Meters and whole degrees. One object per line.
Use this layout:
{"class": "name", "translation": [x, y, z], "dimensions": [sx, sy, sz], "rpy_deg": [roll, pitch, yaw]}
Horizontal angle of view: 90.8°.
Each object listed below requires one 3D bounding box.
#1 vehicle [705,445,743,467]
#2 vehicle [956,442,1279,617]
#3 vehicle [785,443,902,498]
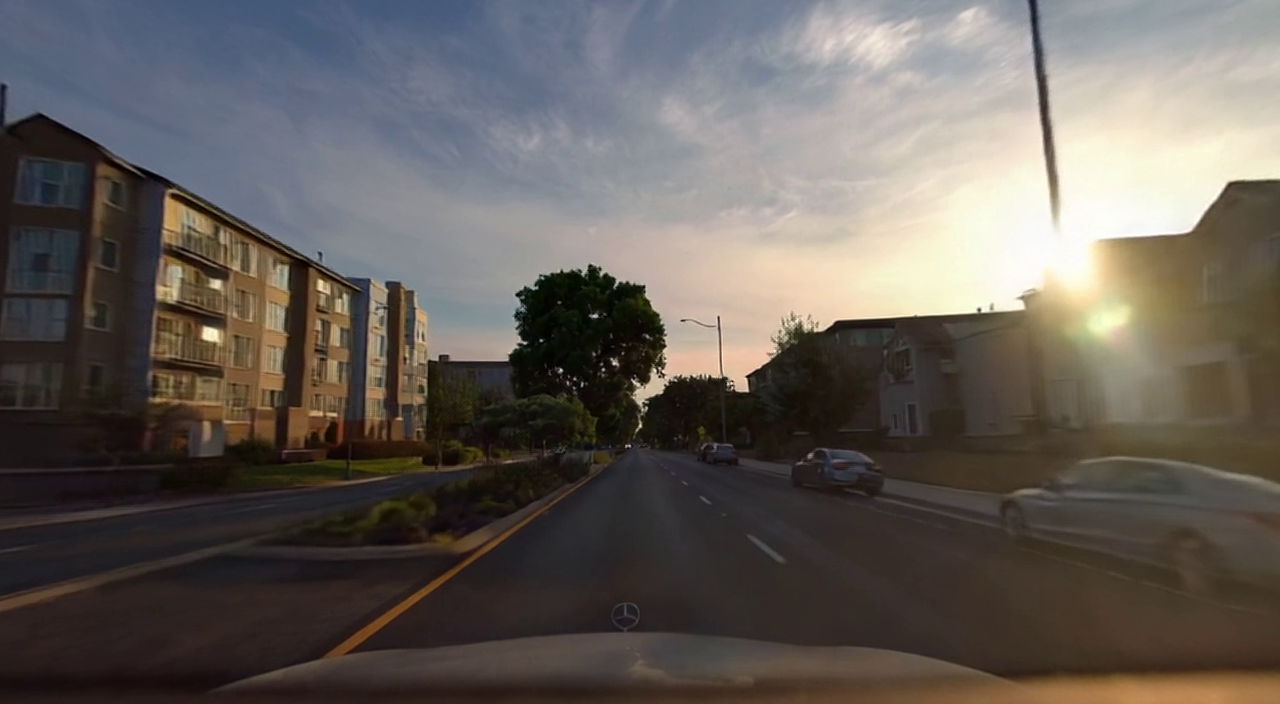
{"class": "vehicle", "translation": [6.168, 7.687, 47.018], "dimensions": [1.948, 1.526, 4.518], "rpy_deg": [0, -9, -4]}
{"class": "vehicle", "translation": [6.180, 1.826, 7.713], "dimensions": [2.013, 1.408, 5.011], "rpy_deg": [0, -9, -1]}
{"class": "vehicle", "translation": [6.130, 3.607, 19.732], "dimensions": [1.944, 1.478, 4.885], "rpy_deg": [0, -9, -1]}
